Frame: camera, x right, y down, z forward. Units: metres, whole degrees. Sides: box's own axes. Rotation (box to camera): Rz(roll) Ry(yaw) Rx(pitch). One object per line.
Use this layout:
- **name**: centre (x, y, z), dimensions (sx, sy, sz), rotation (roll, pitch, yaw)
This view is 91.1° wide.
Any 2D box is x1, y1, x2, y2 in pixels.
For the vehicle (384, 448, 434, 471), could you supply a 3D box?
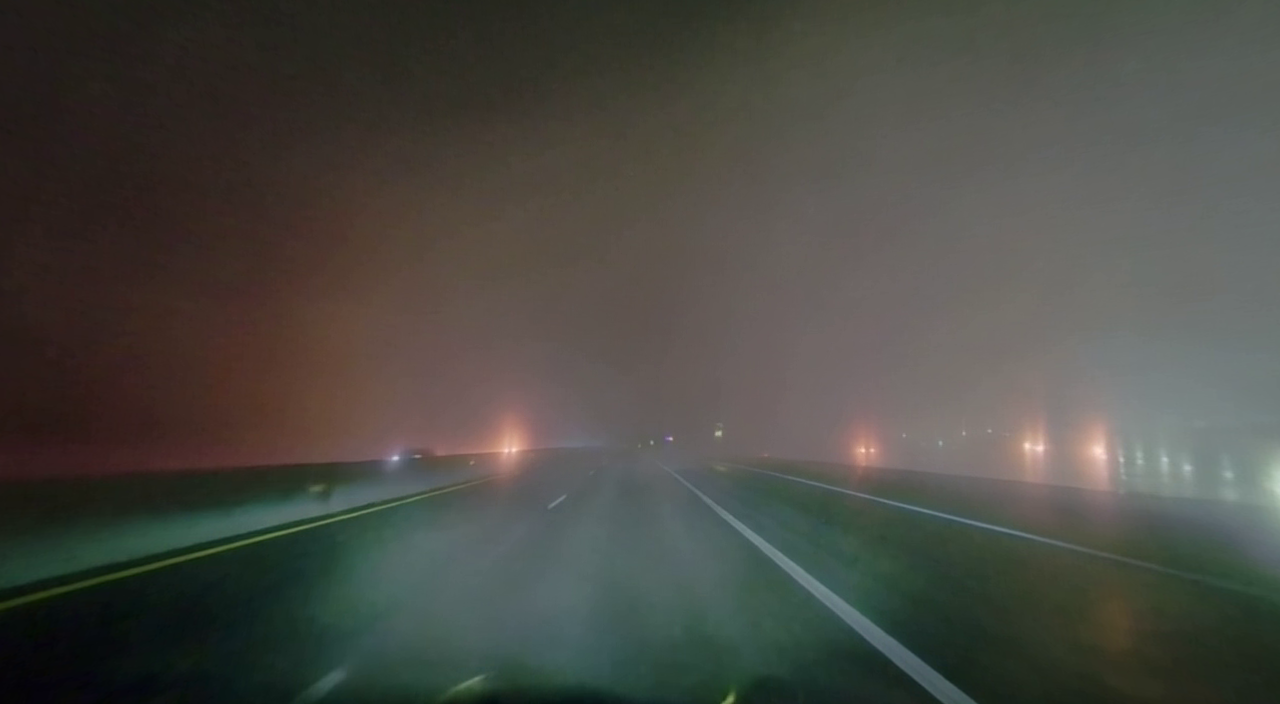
- **vehicle**: centre (-16.212, 7.543, 44.322), dimensions (1.883, 1.510, 4.040), rotation (0, -8, 1)
